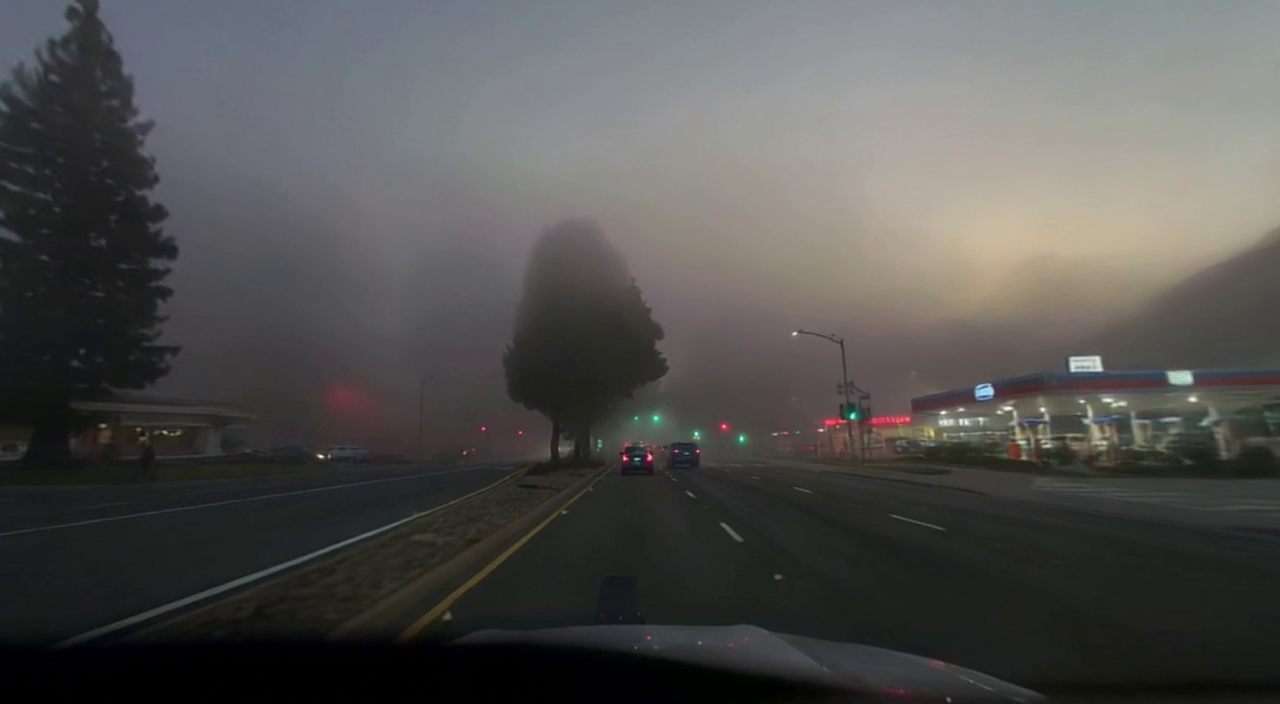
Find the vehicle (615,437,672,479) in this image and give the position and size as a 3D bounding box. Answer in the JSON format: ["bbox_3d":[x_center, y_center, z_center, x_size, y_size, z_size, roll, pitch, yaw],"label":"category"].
[{"bbox_3d":[0.091,4.297,25.801,2.145,1.572,4.021,0,-8,-1],"label":"vehicle"}]

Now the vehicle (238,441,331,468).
[{"bbox_3d":[-27.109,7.871,48.279,6.027,1.805,2.010,3,-11,-26],"label":"vehicle"}]

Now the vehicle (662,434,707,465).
[{"bbox_3d":[3.149,7.170,46.316,2.731,2.101,6.047,0,-8,-1],"label":"vehicle"}]
